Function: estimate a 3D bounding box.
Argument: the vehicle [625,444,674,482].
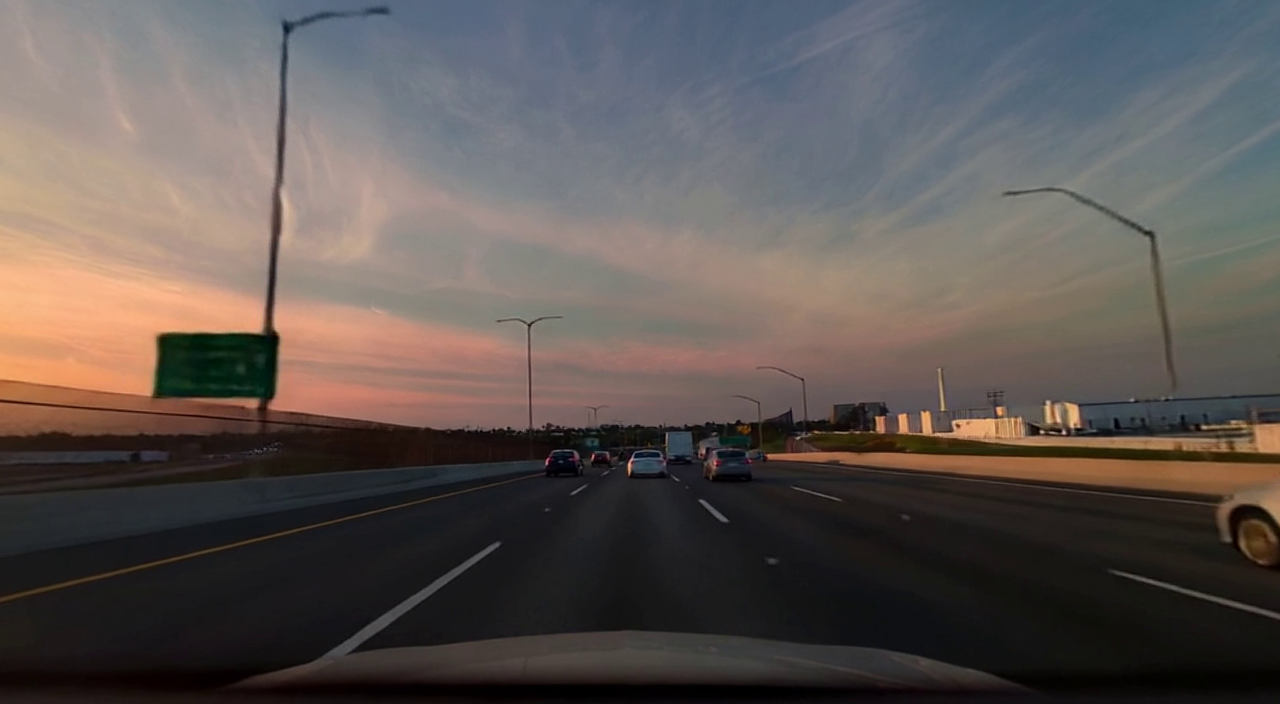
[{"bbox_3d":[0.416,5.047,29.078,2.067,1.555,4.851,0,-8,0],"label":"vehicle"}]

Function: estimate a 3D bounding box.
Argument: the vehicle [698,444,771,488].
[{"bbox_3d":[3.366,4.121,23.243,1.942,1.453,4.329,0,-8,-1],"label":"vehicle"}]

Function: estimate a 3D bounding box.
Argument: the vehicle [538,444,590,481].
[{"bbox_3d":[-3.699,5.405,31.272,2.036,1.669,4.112,0,-8,1],"label":"vehicle"}]
